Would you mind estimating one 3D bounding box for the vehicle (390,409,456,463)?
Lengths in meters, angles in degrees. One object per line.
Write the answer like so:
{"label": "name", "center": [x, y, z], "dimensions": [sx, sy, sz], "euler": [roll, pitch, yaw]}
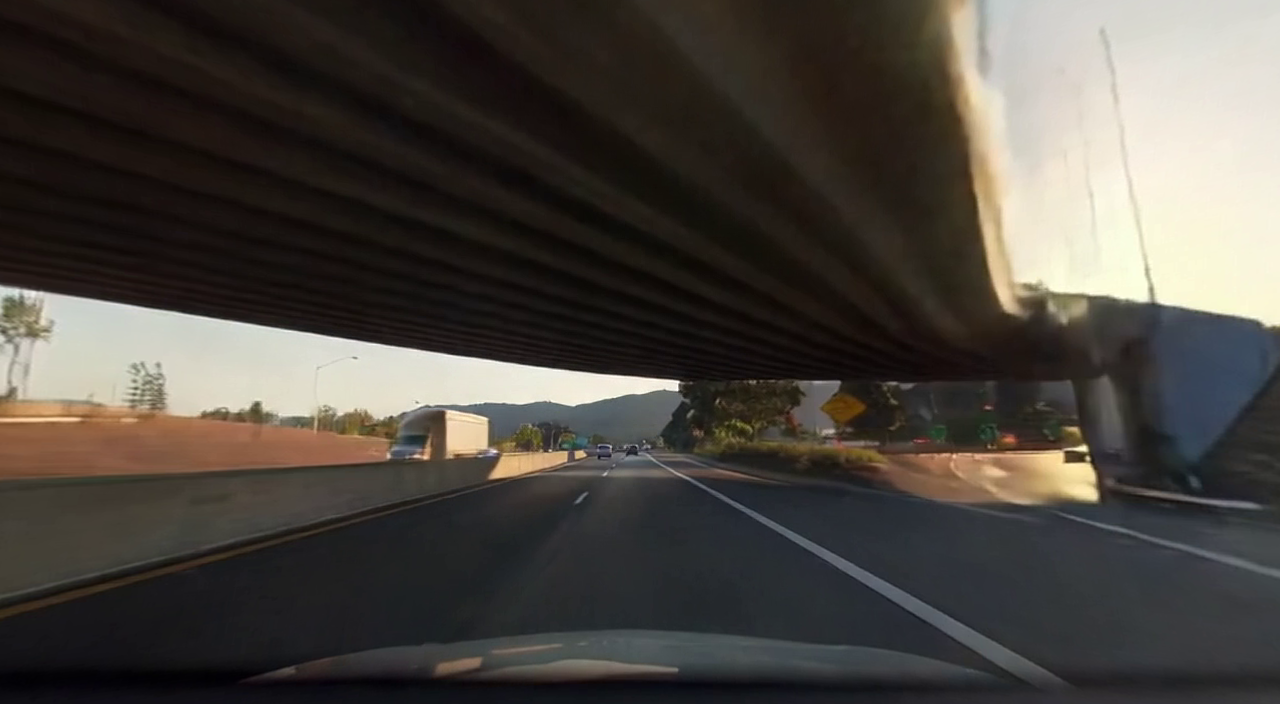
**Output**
{"label": "vehicle", "center": [-16.587, 6.533, 48.688], "dimensions": [2.986, 3.924, 5.914], "euler": [0, -9, -1]}
